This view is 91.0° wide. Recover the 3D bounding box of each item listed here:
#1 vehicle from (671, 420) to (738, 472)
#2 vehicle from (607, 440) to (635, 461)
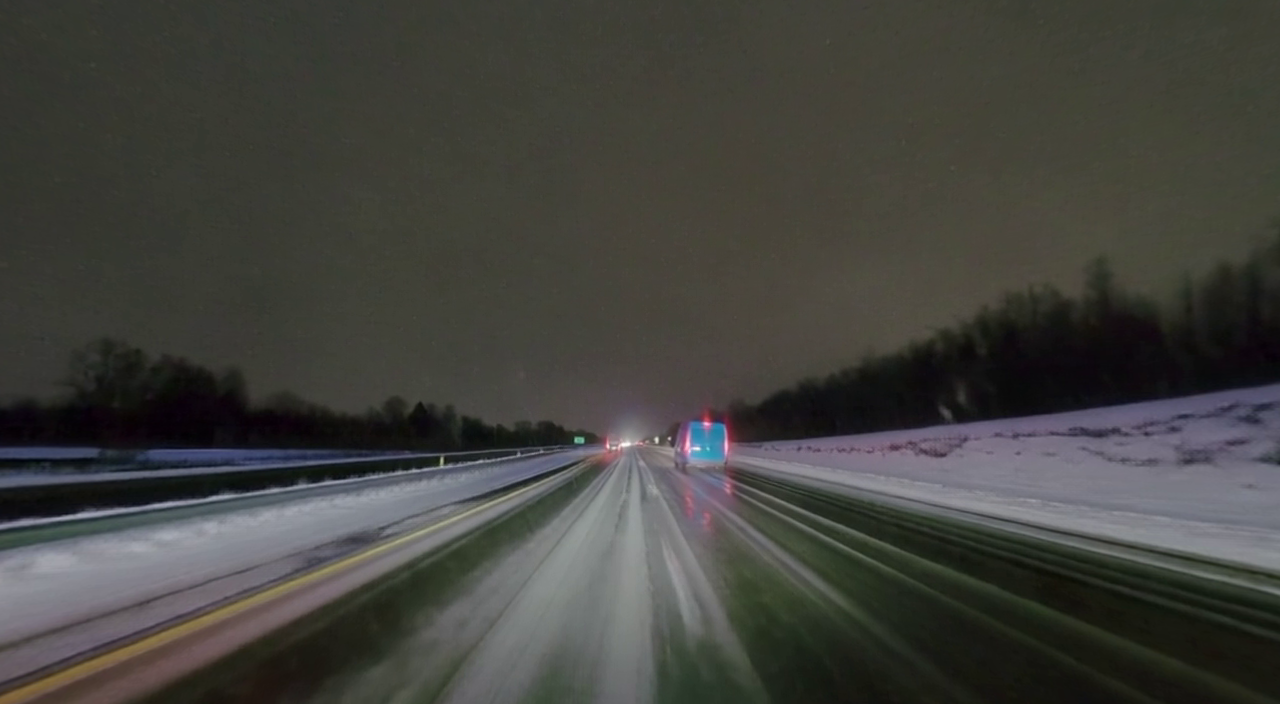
[{"bbox_3d":[2.693,4.108,27.684,2.269,2.048,4.679,0,-8,-2],"label":"vehicle"},{"bbox_3d":[-1.368,7.190,46.256,2.005,1.466,3.739,0,-8,-1],"label":"vehicle"}]
